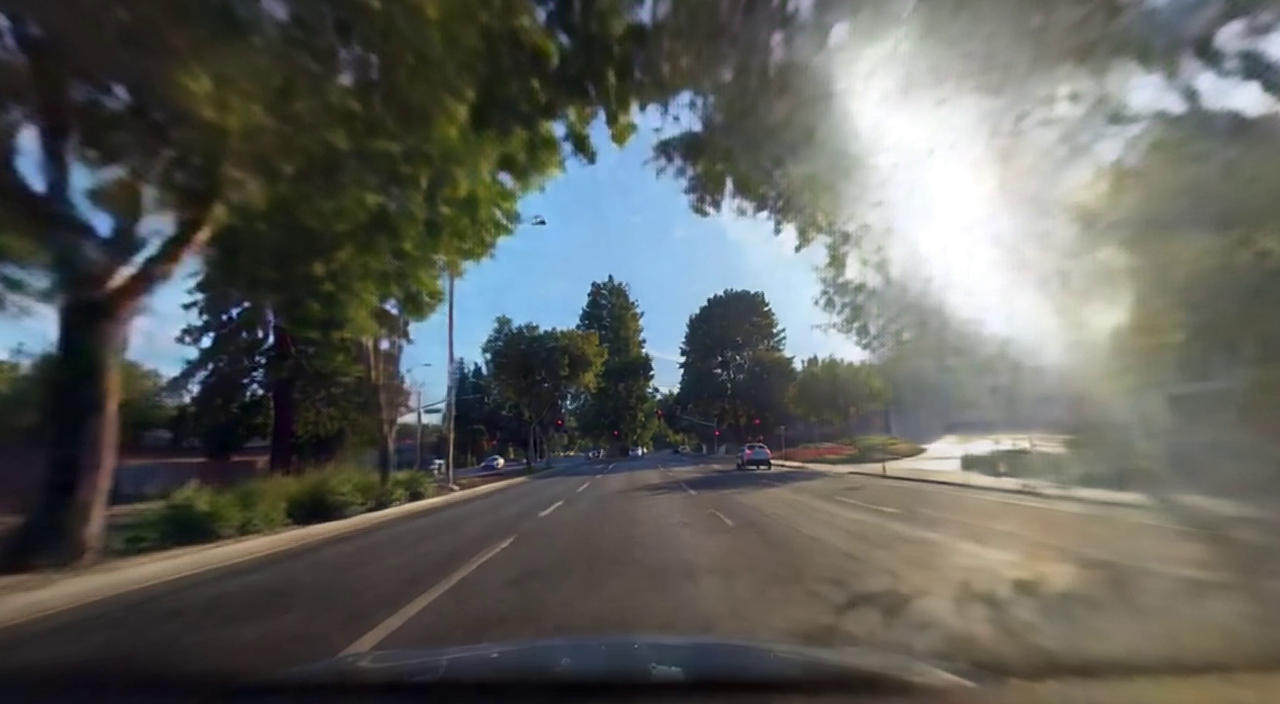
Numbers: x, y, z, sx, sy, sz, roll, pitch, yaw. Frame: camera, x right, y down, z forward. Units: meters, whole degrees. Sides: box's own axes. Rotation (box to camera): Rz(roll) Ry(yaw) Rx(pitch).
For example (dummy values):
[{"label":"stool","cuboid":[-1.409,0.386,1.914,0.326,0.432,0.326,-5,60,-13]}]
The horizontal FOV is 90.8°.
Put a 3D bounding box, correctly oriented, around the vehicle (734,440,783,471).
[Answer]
[{"label":"vehicle","cuboid":[6.873,6.055,37.109,2.011,1.710,4.357,0,-9,-1]}]
